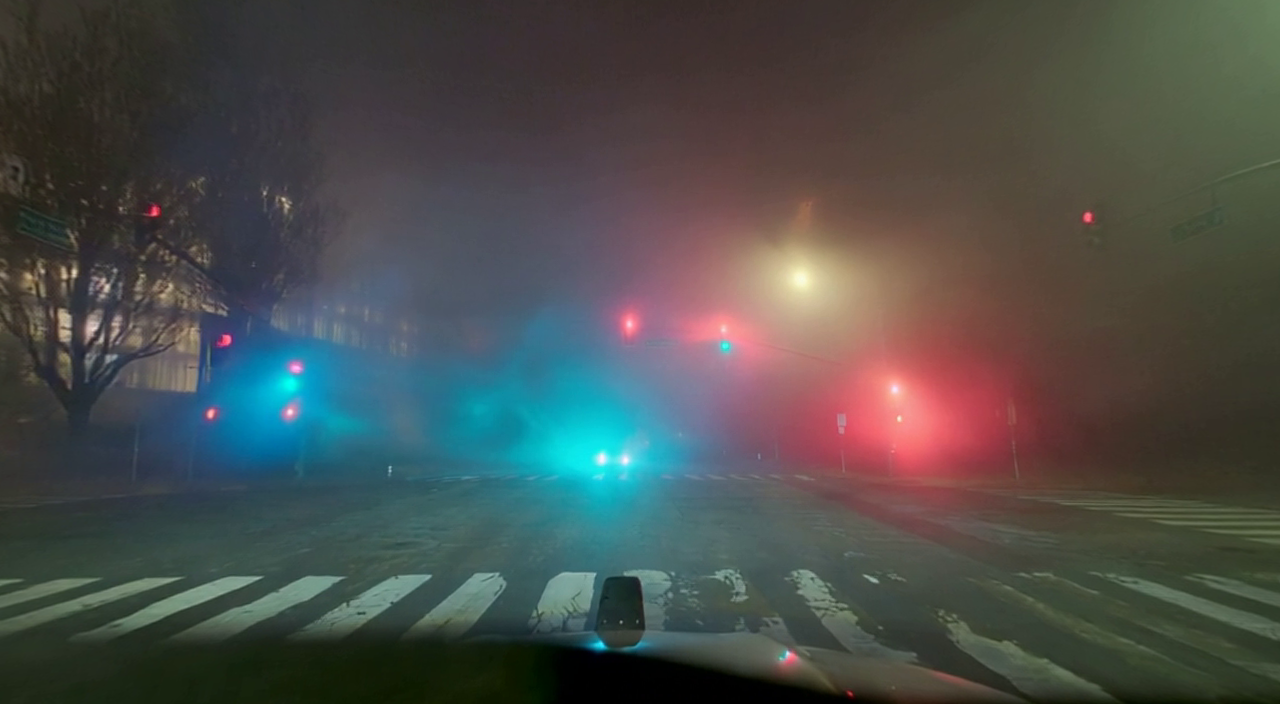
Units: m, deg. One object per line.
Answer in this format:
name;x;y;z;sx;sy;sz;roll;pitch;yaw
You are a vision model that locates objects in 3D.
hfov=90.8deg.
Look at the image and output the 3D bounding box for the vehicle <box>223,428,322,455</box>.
vehicle;-22.411;5.508;38.709;4.765;1.593;1.891;1;-9;-8
